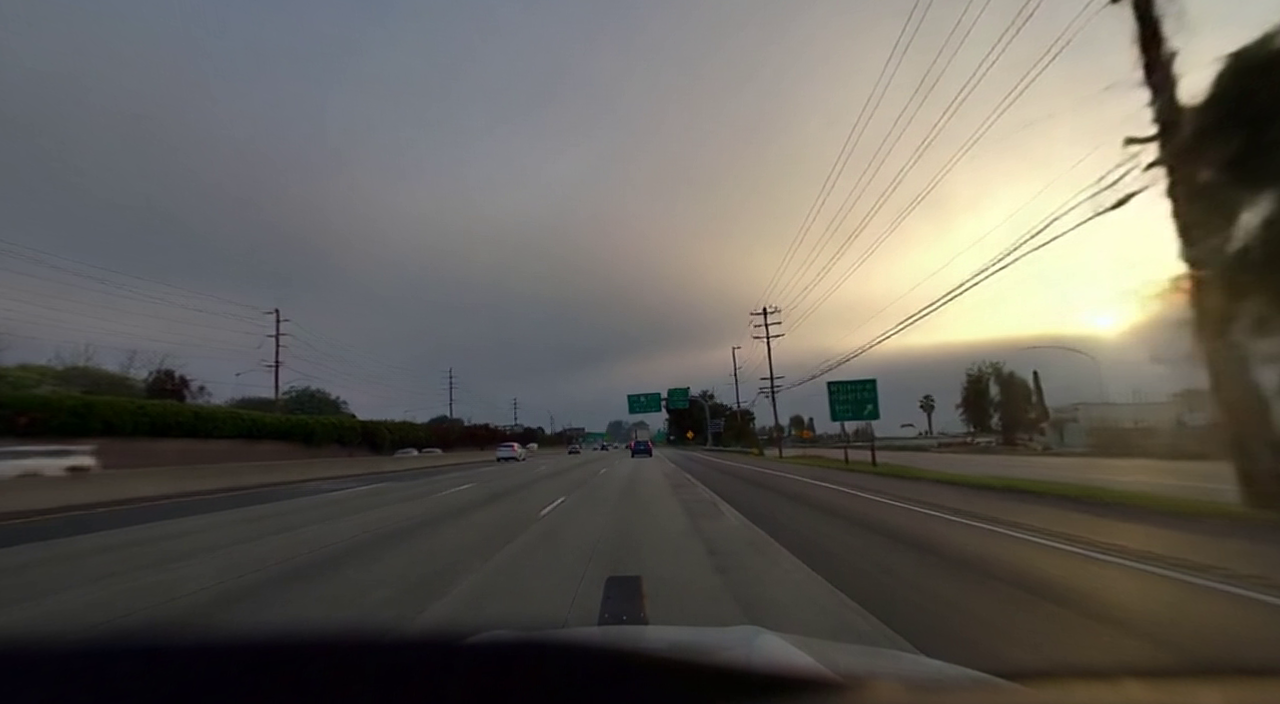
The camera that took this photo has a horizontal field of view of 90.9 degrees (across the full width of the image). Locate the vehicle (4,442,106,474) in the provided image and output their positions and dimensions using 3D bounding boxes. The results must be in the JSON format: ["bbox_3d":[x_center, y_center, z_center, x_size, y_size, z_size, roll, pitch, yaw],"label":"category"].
[{"bbox_3d":[-28.022,5.087,30.346,1.542,1.400,3.449,-2,-9,0],"label":"vehicle"}]

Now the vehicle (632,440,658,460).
[{"bbox_3d":[0.367,7.717,49.907,2.036,1.474,3.969,0,-8,0],"label":"vehicle"}]

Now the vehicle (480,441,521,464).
[{"bbox_3d":[-10.075,7.282,45.906,1.947,1.528,4.355,0,-8,1],"label":"vehicle"}]
